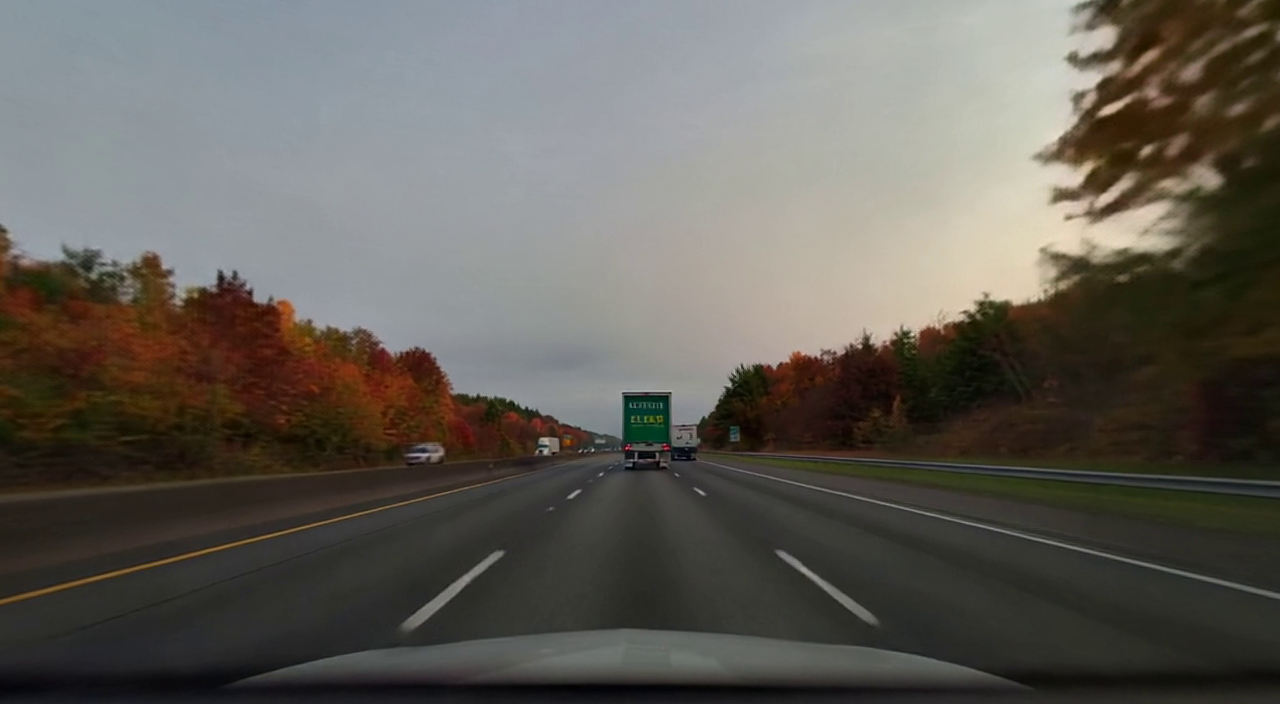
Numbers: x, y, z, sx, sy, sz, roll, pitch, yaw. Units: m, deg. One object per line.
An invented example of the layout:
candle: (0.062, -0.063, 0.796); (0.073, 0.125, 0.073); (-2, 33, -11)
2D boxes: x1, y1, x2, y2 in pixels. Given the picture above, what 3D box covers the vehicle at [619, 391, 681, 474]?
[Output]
vehicle: (0.490, 4.819, 36.647); (3.057, 4.073, 10.792); (0, -9, 0)
